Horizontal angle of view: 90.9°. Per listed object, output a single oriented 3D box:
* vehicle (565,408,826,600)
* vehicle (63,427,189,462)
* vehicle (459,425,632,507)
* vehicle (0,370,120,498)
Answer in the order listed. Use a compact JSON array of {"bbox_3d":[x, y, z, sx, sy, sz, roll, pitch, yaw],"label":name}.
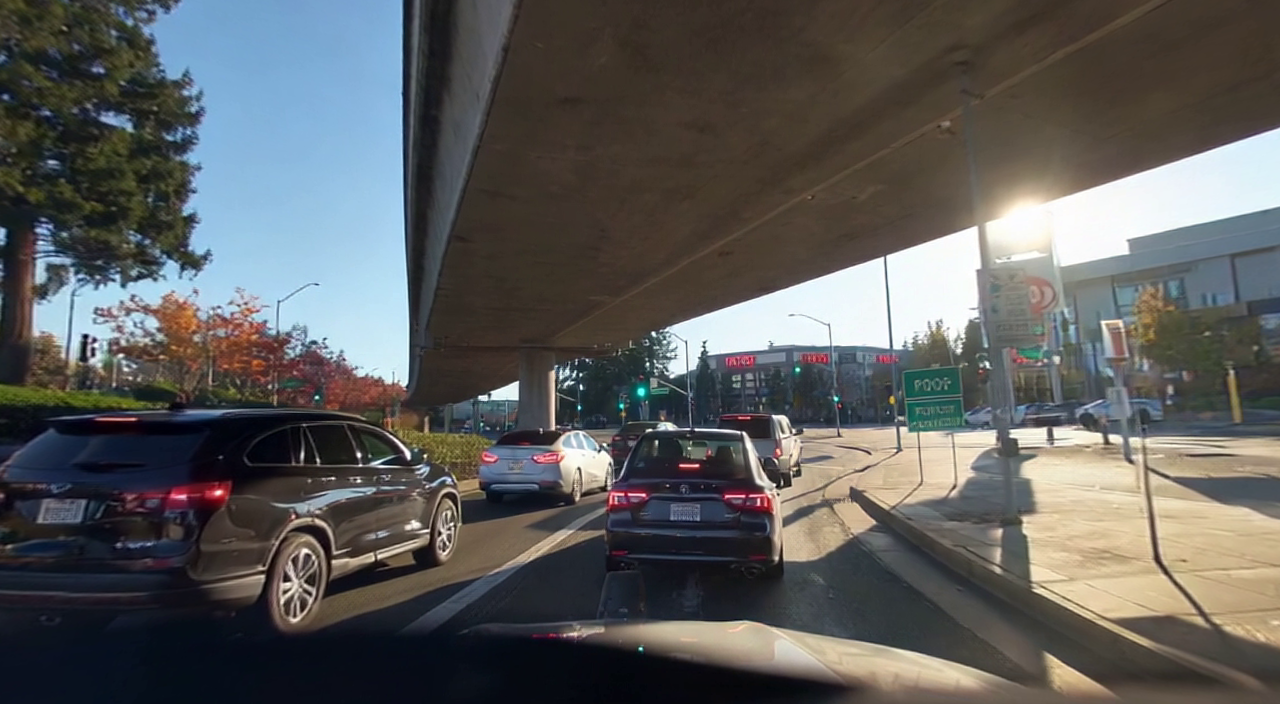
[{"bbox_3d":[0.770,1.592,7.567,2.195,1.571,4.353,-2,-8,9],"label":"vehicle"},{"bbox_3d":[-31.460,5.672,38.825,5.457,2.021,2.213,2,-9,-13],"label":"vehicle"},{"bbox_3d":[-1.878,2.510,14.402,2.214,1.519,4.704,-2,-9,14],"label":"vehicle"},{"bbox_3d":[-24.374,2.698,19.064,13.064,3.755,3.269,-1,-8,-13],"label":"vehicle"}]
